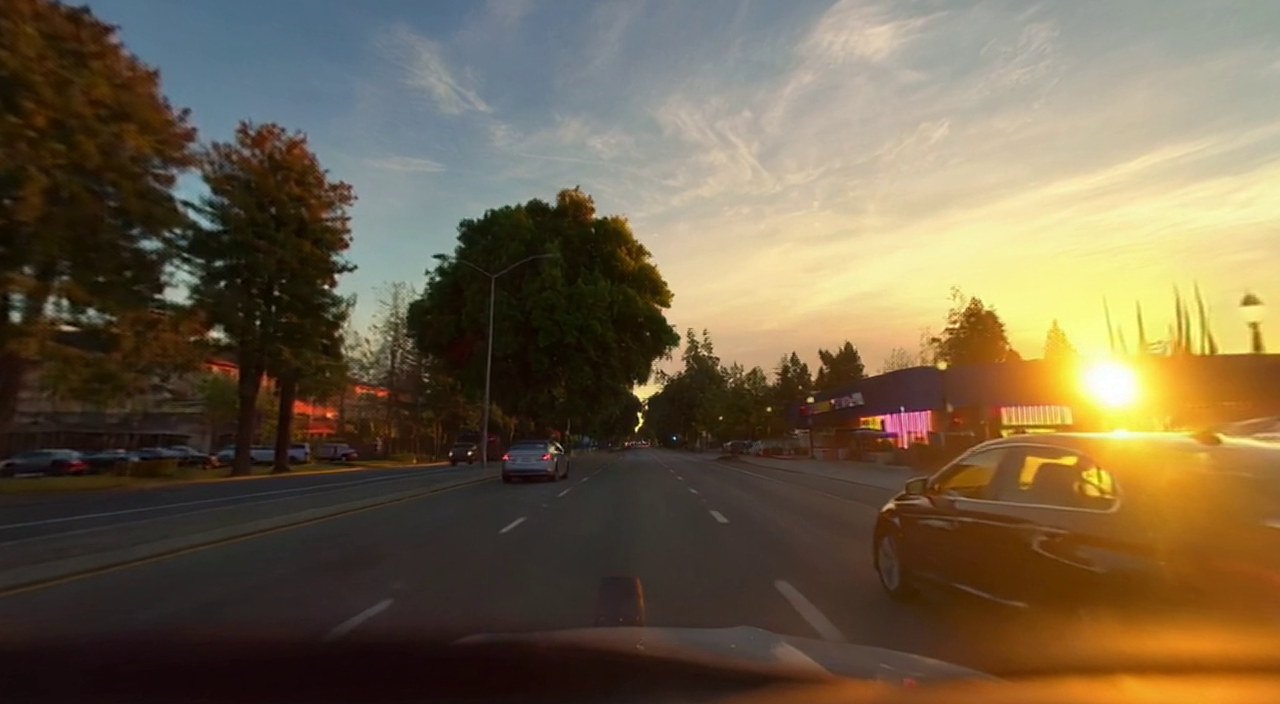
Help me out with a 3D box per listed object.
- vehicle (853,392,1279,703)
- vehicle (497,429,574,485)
[{"bbox_3d":[3.261,1.188,4.201,1.975,1.502,4.787,0,-8,-1],"label":"vehicle"},{"bbox_3d":[-3.659,3.786,22.995,1.997,1.806,4.500,0,-8,1],"label":"vehicle"}]
